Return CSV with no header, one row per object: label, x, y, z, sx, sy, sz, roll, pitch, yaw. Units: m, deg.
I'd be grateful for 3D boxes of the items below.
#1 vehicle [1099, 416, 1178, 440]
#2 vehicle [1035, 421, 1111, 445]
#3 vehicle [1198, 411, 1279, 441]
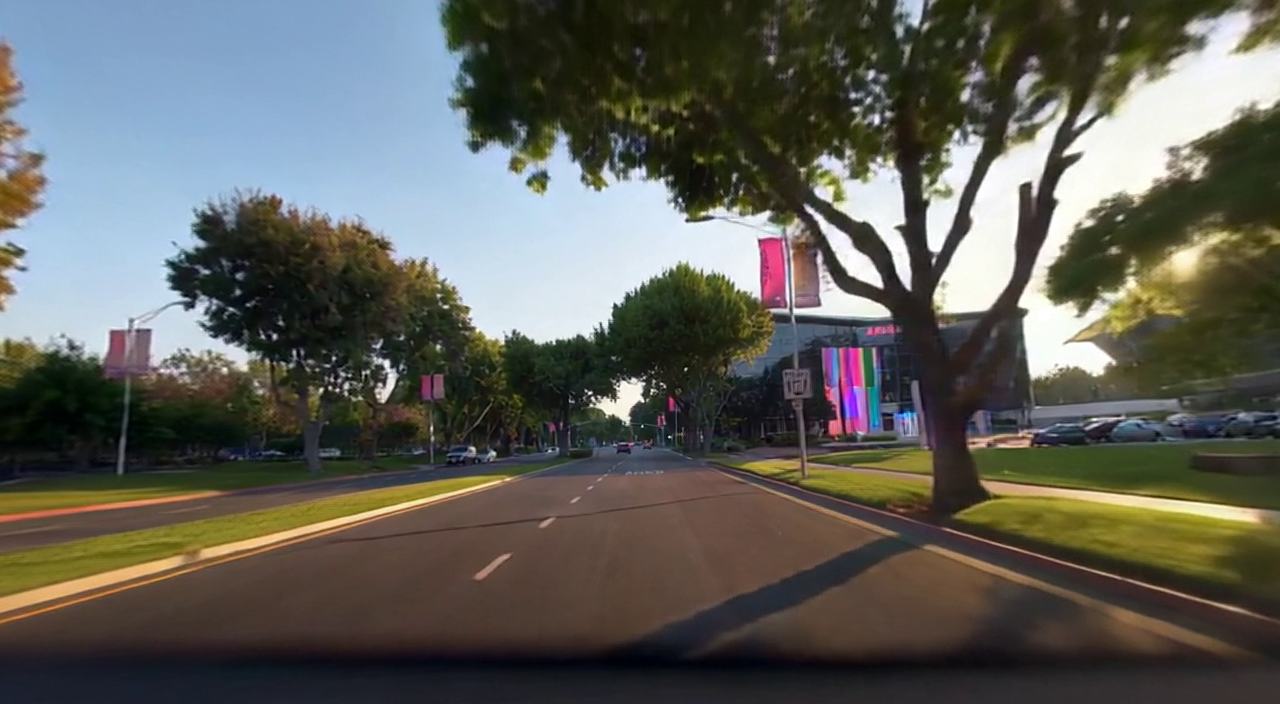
vehicle,33.541,5.183,42.371,1.917,1.469,4.195,0,-9,1
vehicle,28.212,5.341,41.097,1.895,1.503,4.234,1,-9,0
vehicle,33.774,4.166,34.882,1.866,1.550,3.927,0,-8,2
